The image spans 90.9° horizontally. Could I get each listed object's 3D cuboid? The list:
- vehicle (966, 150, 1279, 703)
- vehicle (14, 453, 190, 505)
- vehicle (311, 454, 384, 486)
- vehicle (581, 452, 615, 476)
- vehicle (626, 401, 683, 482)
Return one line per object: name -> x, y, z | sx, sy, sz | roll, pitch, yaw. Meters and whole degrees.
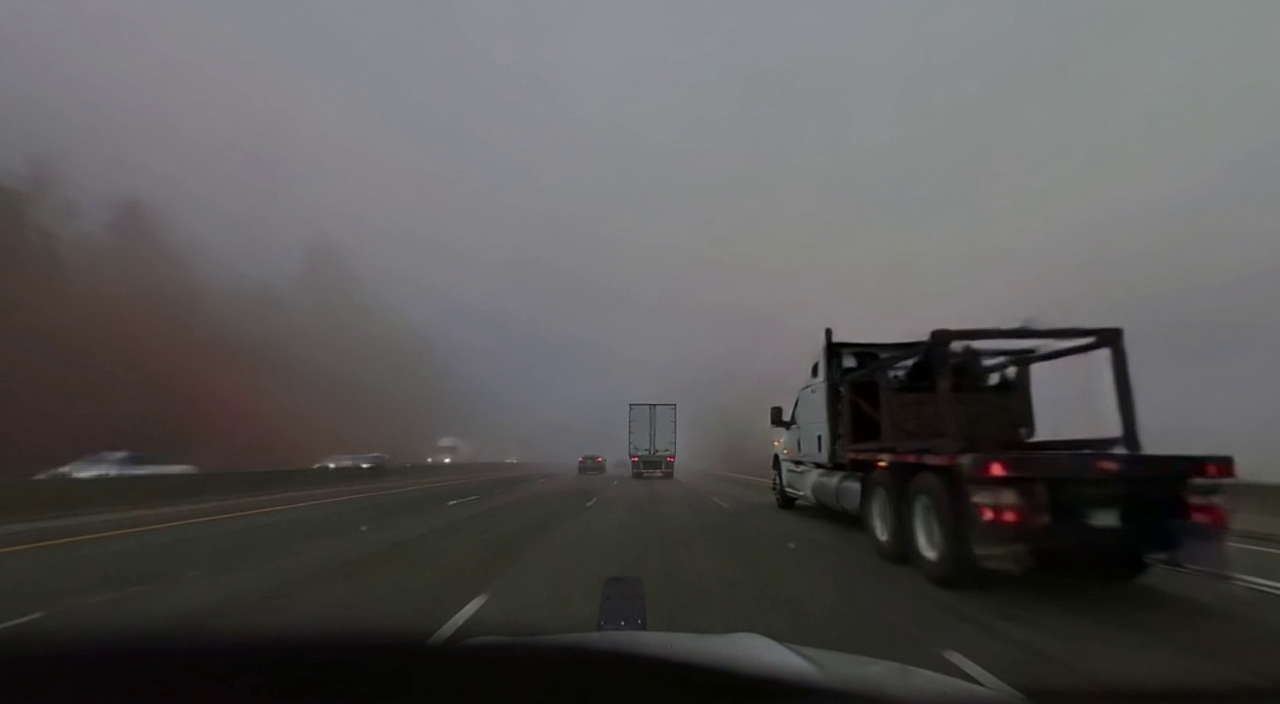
vehicle -> 4.634, 0.574, 4.365 | 2.565, 2.902, 3.798 | 0, -9, 0
vehicle -> -18.408, 4.326, 21.944 | 2.081, 1.575, 4.555 | 0, -9, 0
vehicle -> -14.219, 5.727, 30.854 | 1.790, 1.434, 3.534 | 0, -9, 1
vehicle -> -2.889, 7.809, 44.246 | 2.061, 1.555, 3.900 | 0, -9, 0
vehicle -> 0.660, 5.454, 37.993 | 2.875, 4.056, 12.312 | 0, -9, 0
